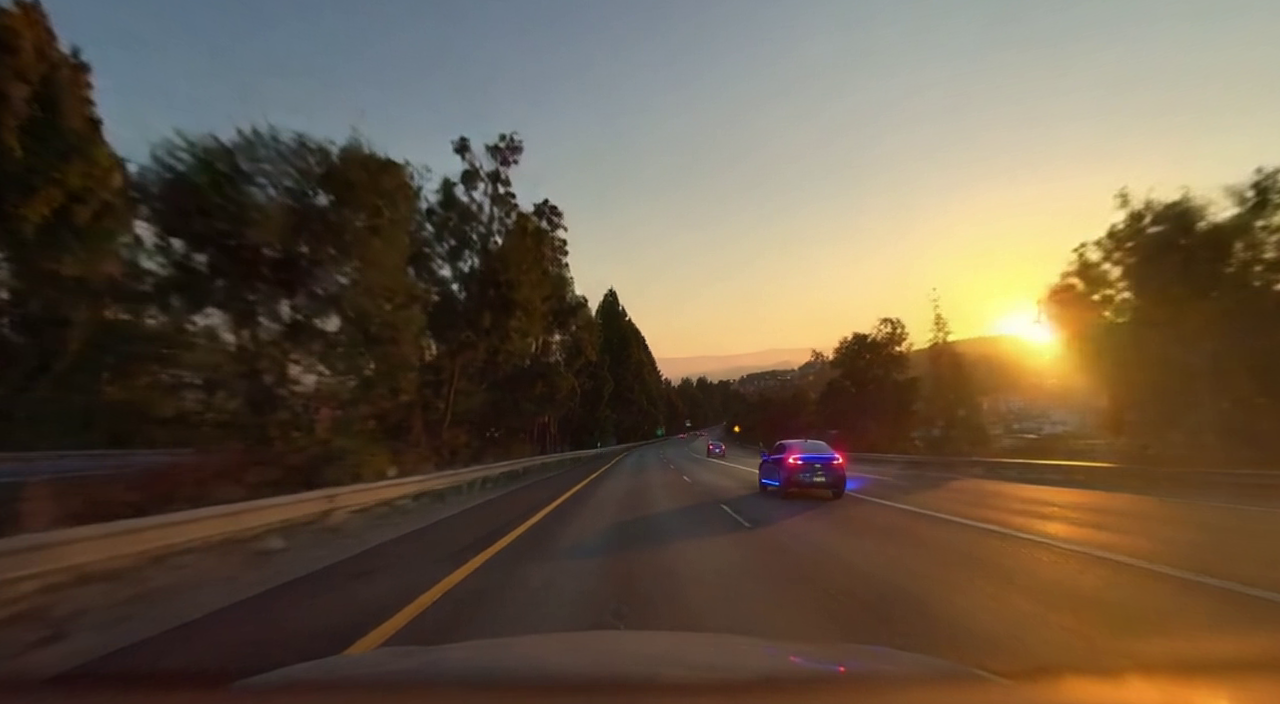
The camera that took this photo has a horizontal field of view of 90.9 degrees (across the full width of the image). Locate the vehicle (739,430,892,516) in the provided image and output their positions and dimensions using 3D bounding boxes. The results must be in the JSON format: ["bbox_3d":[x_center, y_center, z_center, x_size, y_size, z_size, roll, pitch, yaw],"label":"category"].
[{"bbox_3d":[3.570,2.554,13.800,2.050,1.546,4.344,0,-9,-1],"label":"vehicle"}]
